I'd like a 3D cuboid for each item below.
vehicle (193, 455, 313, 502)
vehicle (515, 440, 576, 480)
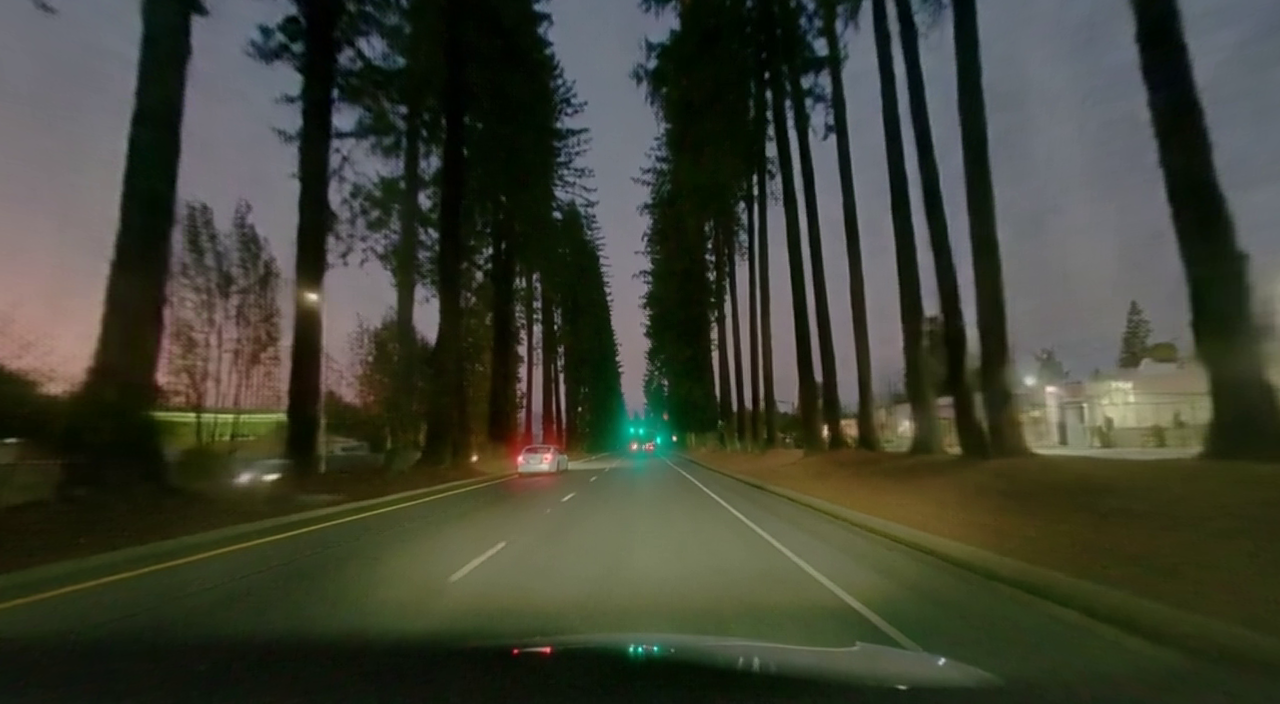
[{"bbox_3d":[-15.260,4.961,25.206,1.752,1.590,4.745,0,-9,0],"label":"vehicle"},{"bbox_3d":[-4.087,4.732,27.871,1.914,1.630,4.351,0,-9,1],"label":"vehicle"}]
